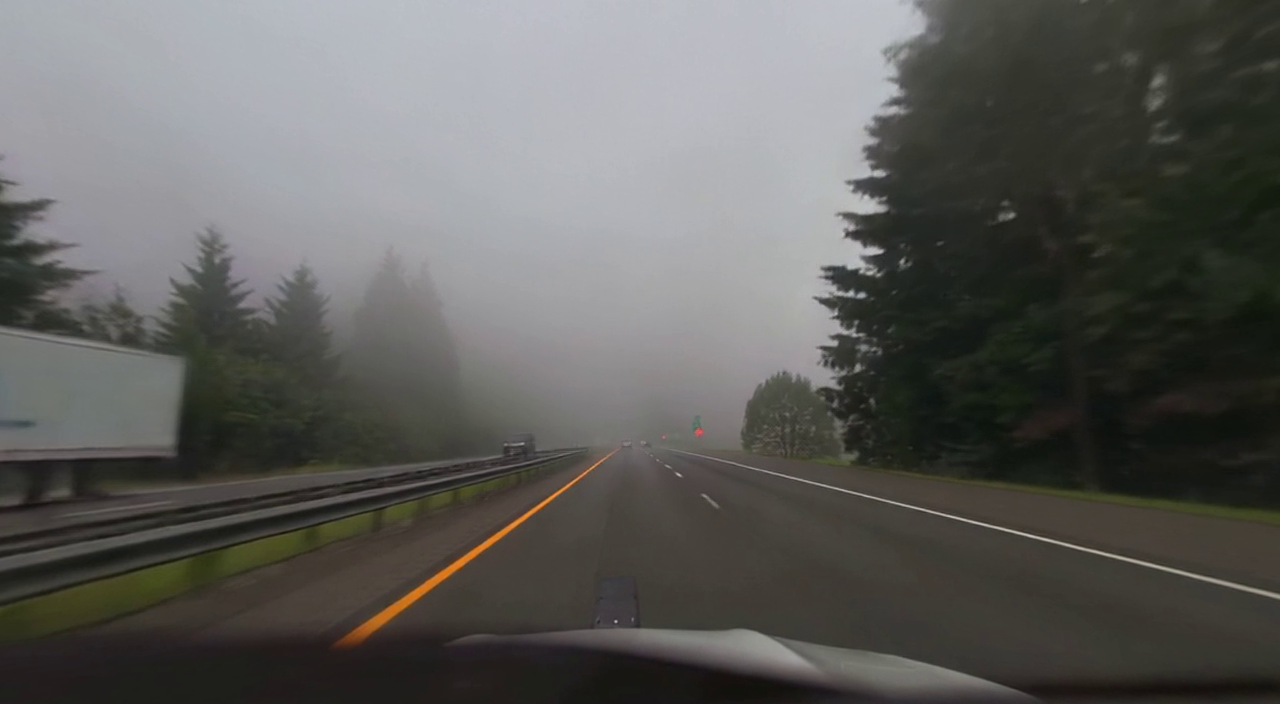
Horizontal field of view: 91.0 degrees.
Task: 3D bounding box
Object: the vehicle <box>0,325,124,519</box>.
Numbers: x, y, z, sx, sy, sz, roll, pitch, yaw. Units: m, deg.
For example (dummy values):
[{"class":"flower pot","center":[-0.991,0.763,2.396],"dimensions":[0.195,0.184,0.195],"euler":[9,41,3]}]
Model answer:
[{"class":"vehicle","center":[-14.024,0.843,8.612],"dimensions":[2.794,3.792,13.285],"euler":[0,-8,0]}]
